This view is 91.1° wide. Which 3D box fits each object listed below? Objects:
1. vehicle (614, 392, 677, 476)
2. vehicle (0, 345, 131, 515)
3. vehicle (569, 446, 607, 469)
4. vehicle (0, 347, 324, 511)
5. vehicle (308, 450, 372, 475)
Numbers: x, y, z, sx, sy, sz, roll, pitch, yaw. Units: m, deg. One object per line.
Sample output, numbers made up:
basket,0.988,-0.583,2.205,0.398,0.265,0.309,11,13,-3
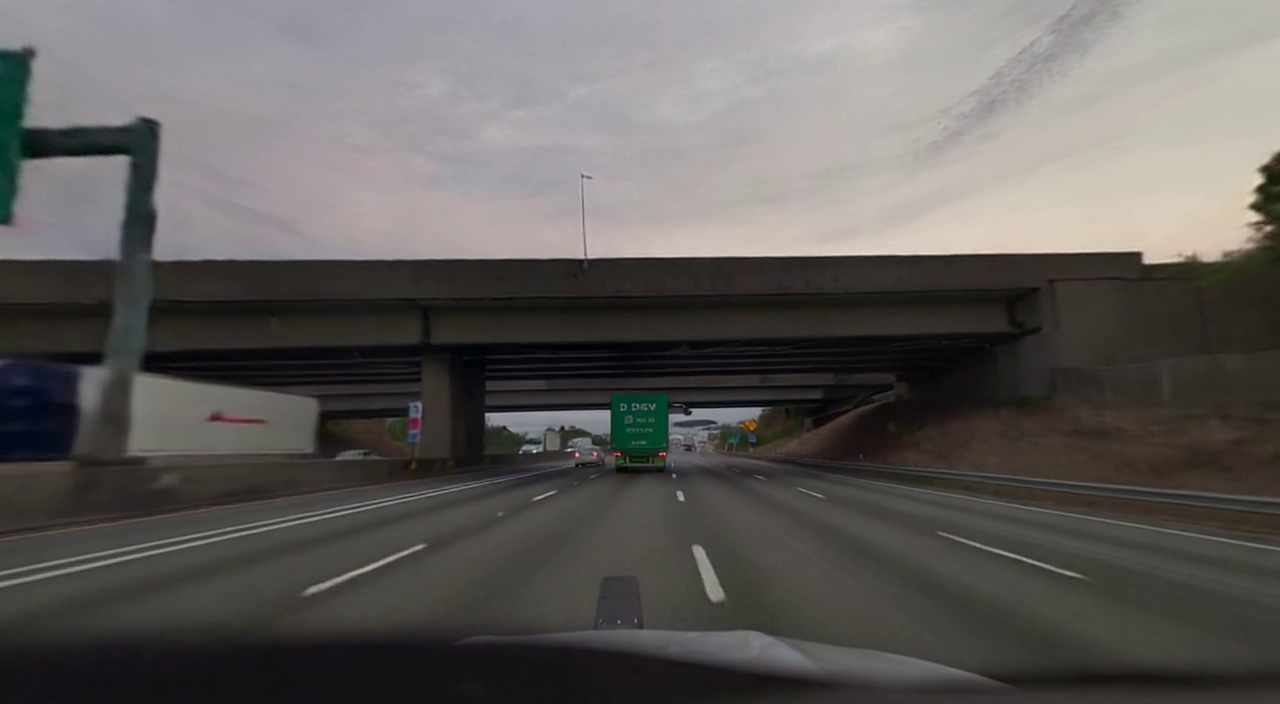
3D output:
vehicle,0.441,4.891,36.492,3.025,4.002,12.709,0,-9,2
vehicle,-16.598,1.941,15.402,3.017,3.970,5.806,0,-9,2
vehicle,-3.449,7.150,42.731,1.958,1.467,4.737,-1,-9,3
vehicle,-16.344,2.886,22.127,2.854,3.980,13.645,-1,-9,2
vehicle,-19.345,7.126,40.733,1.775,1.494,4.521,0,-9,2
